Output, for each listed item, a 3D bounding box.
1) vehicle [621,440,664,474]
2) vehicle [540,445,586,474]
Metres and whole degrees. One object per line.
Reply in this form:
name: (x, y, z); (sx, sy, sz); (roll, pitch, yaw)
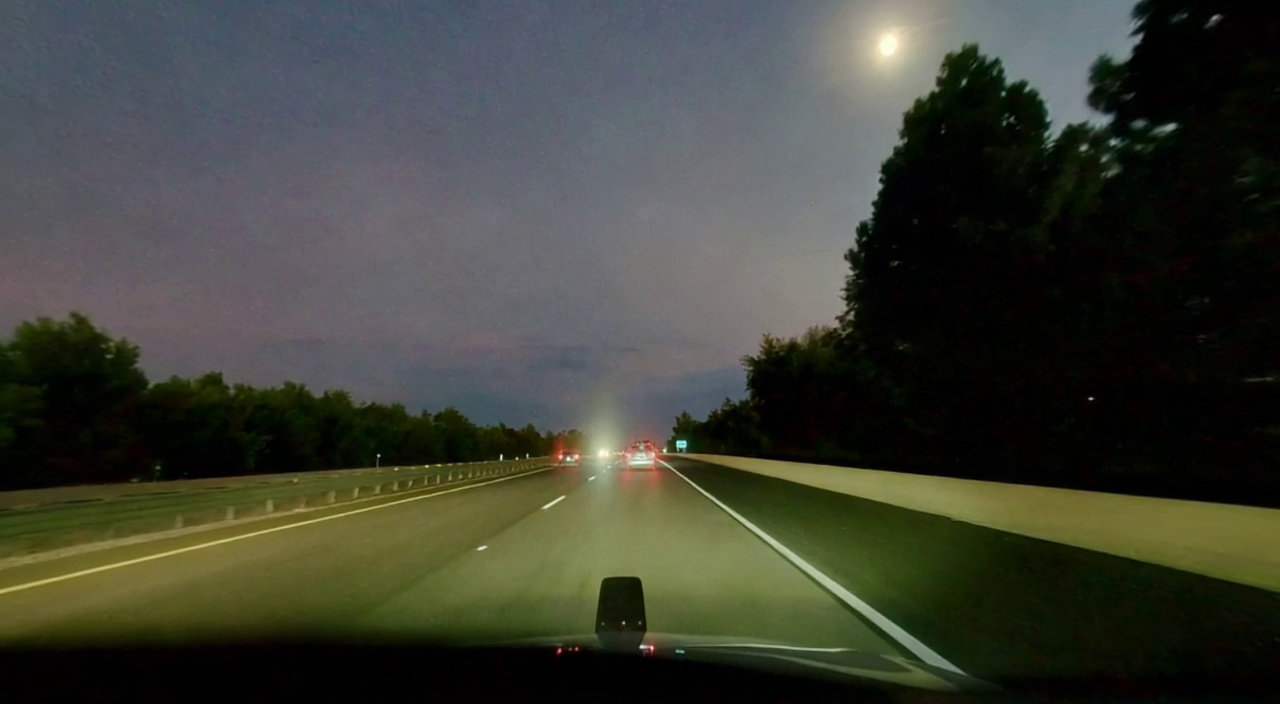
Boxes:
vehicle: (0.131, 5.646, 33.993); (2.172, 1.687, 3.929); (0, -9, 0)
vehicle: (-4.186, 5.959, 35.062); (2.031, 1.482, 4.248); (0, -9, 0)
